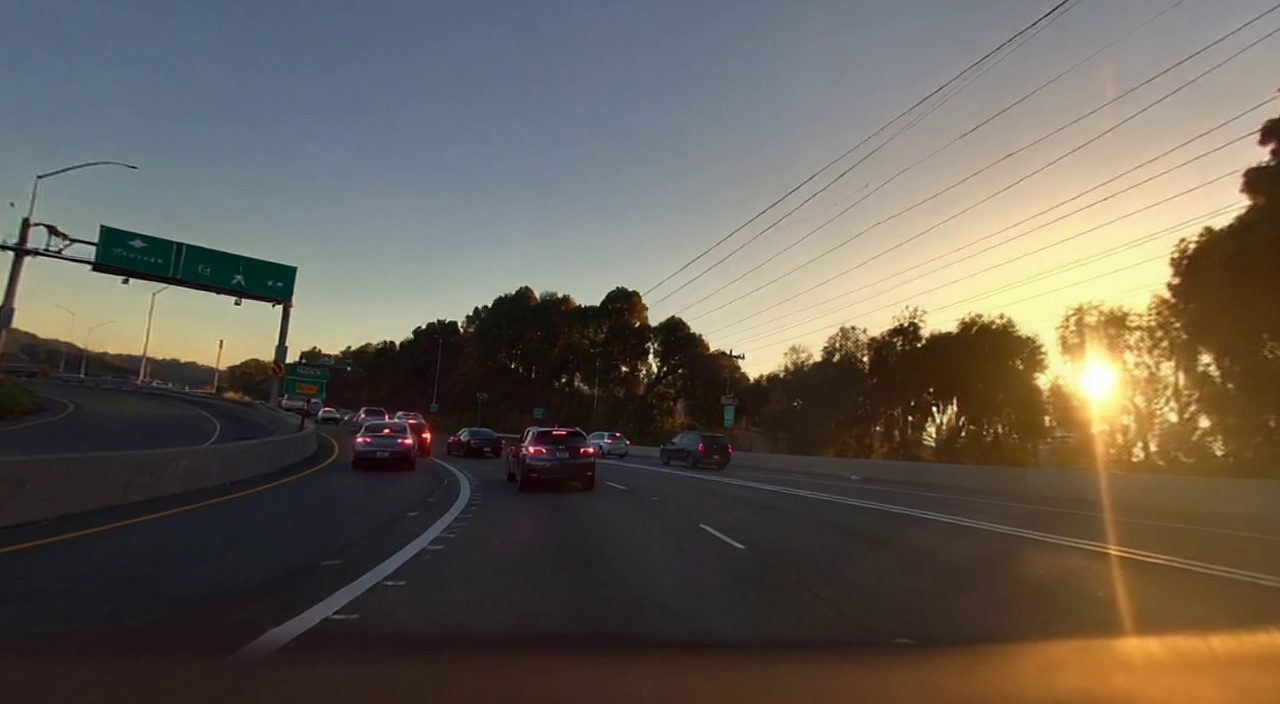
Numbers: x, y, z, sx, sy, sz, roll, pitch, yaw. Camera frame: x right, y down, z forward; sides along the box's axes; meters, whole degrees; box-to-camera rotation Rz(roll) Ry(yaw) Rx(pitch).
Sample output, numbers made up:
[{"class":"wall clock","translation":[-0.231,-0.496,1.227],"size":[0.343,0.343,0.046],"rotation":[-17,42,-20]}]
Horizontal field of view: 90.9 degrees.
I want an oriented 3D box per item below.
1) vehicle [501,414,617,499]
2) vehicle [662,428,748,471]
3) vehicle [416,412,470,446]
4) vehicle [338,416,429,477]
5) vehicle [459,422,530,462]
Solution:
[{"class":"vehicle","translation":[-2.107,2.476,15.287],"size":[2.140,1.724,4.304],"rotation":[2,-9,-16]},{"class":"vehicle","translation":[2.896,4.528,29.312],"size":[2.079,1.807,4.682],"rotation":[3,-9,-20]},{"class":"vehicle","translation":[-11.638,4.595,37.065],"size":[2.042,1.817,4.650],"rotation":[5,-10,-29]},{"class":"vehicle","translation":[-7.198,2.713,18.159],"size":[2.033,1.501,4.623],"rotation":[3,-9,-18]},{"class":"vehicle","translation":[-6.018,3.695,25.734],"size":[1.832,1.473,4.364],"rotation":[4,-9,-26]}]
